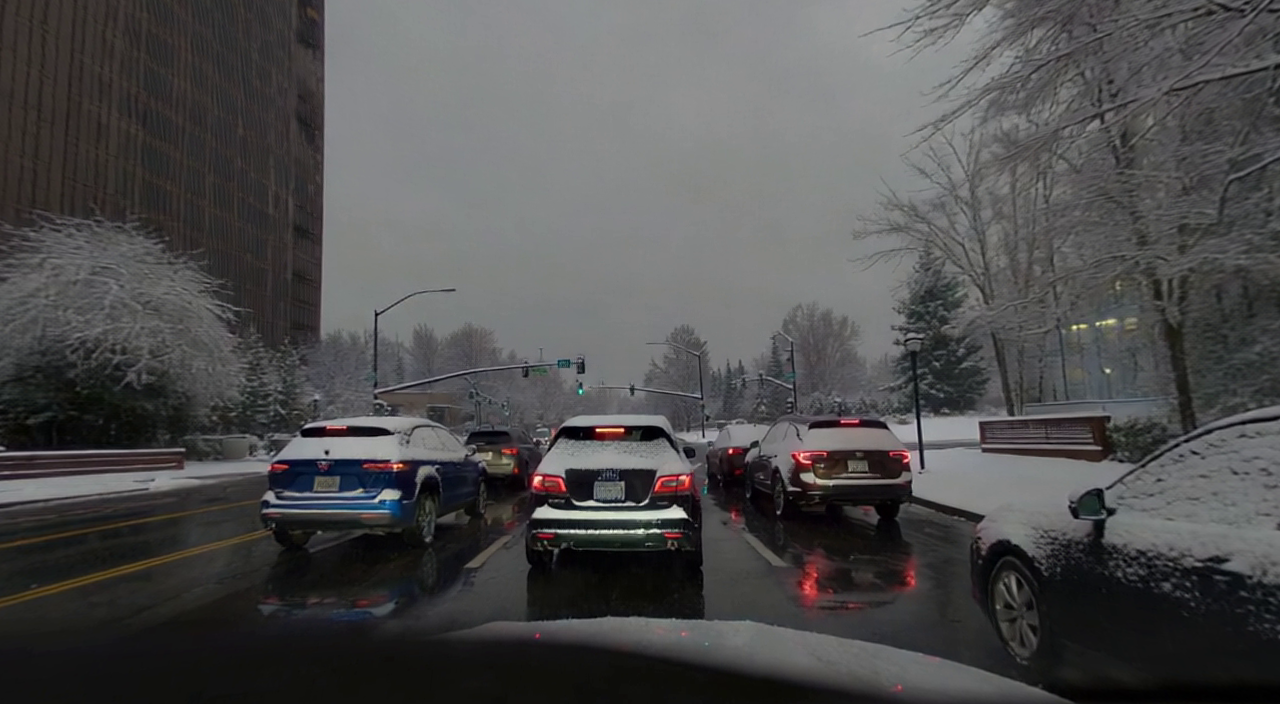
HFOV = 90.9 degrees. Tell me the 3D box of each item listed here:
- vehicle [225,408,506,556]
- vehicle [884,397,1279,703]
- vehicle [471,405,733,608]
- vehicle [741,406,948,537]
[{"bbox_3d":[-3.756,1.886,9.886,2.141,1.718,4.809,0,-8,1],"label":"vehicle"},{"bbox_3d":[3.241,1.068,3.374,2.045,1.459,4.462,0,-8,-1],"label":"vehicle"},{"bbox_3d":[-0.356,1.583,7.419,2.114,1.631,4.459,0,-8,-1],"label":"vehicle"},{"bbox_3d":[3.345,2.077,11.536,2.117,1.879,4.715,0,-8,-1],"label":"vehicle"}]
